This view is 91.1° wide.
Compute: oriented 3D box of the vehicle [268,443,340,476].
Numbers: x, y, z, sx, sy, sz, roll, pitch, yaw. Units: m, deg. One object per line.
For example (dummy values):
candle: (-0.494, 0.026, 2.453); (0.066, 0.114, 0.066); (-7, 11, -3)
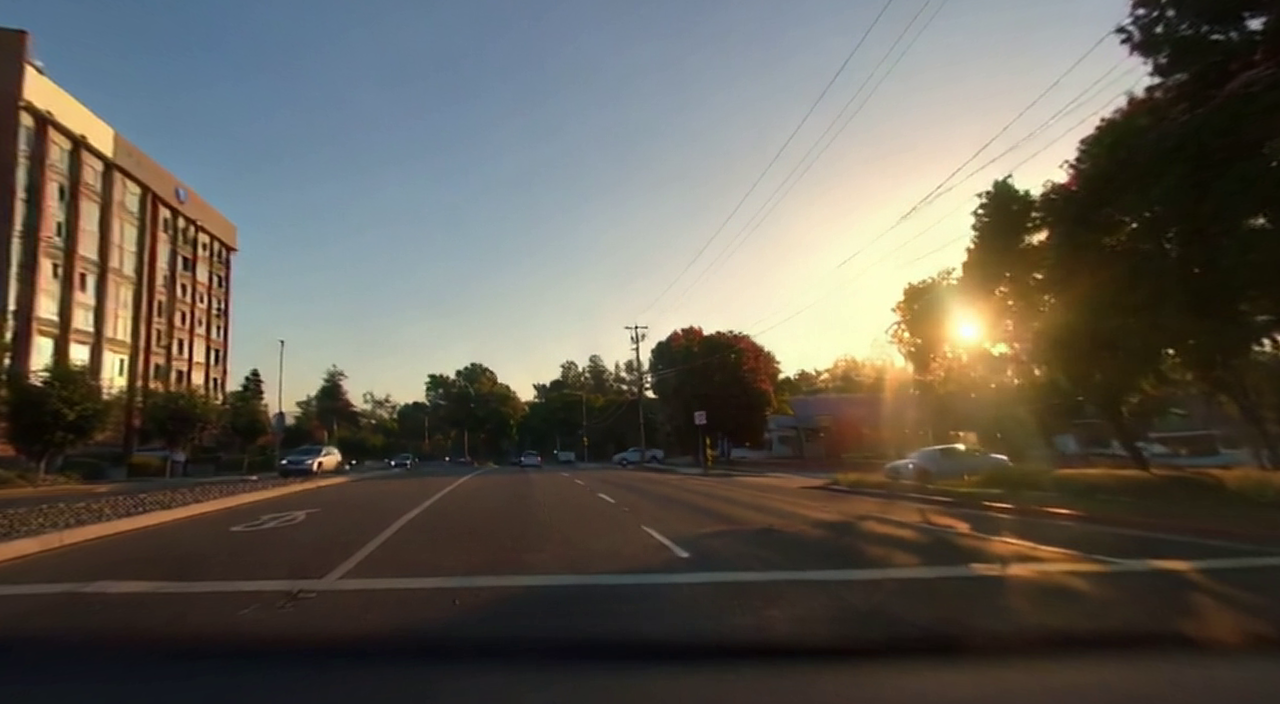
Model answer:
vehicle: (-17.699, 5.656, 33.299); (2.060, 1.618, 4.203); (1, -9, -10)

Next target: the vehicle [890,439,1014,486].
vehicle: (12.770, 4.552, 25.816); (4.030, 1.483, 1.859); (-2, -14, -10)

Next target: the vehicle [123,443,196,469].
vehicle: (-37.541, 8.161, 49.138); (3.770, 1.737, 2.102); (2, -16, -13)
